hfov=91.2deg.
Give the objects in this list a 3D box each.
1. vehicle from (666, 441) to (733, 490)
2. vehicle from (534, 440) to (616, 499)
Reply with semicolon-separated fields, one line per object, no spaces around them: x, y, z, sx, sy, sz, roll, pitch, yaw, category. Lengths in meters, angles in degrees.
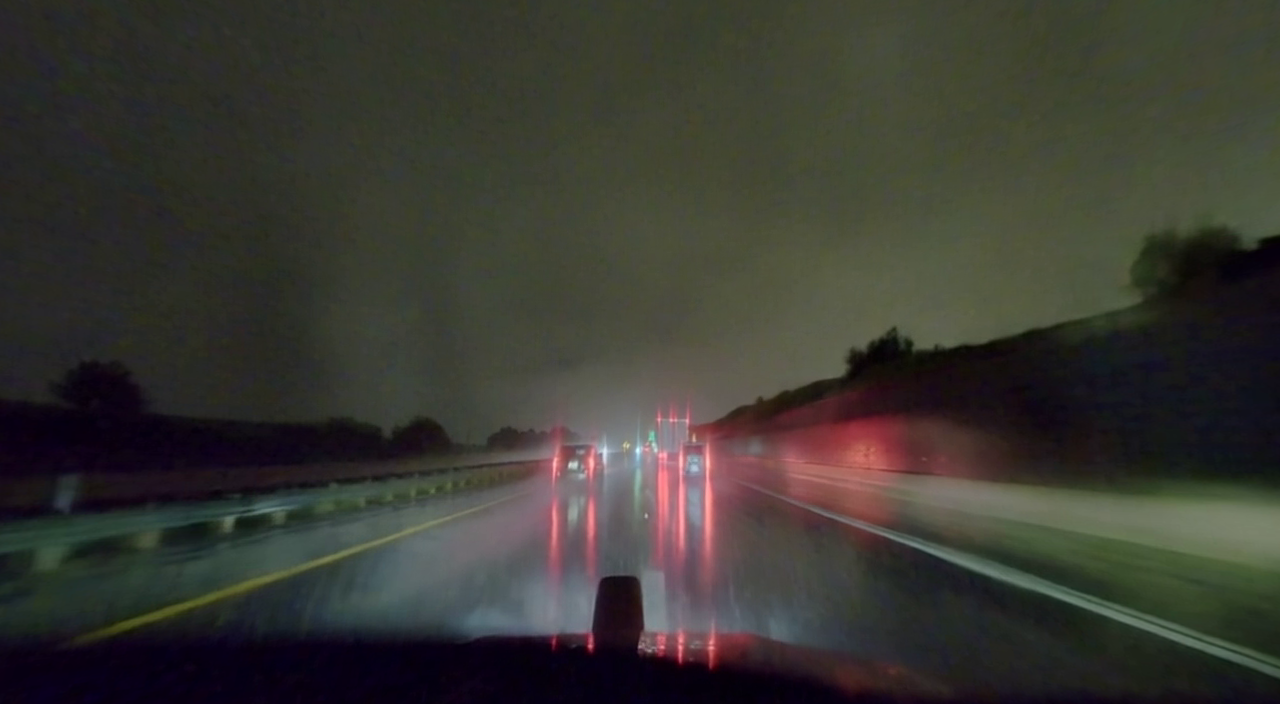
2.205;4.372;24.485;2.230;1.715;4.243;0;-9;1;vehicle
-1.950;3.751;20.390;2.181;1.653;4.691;0;-9;0;vehicle
